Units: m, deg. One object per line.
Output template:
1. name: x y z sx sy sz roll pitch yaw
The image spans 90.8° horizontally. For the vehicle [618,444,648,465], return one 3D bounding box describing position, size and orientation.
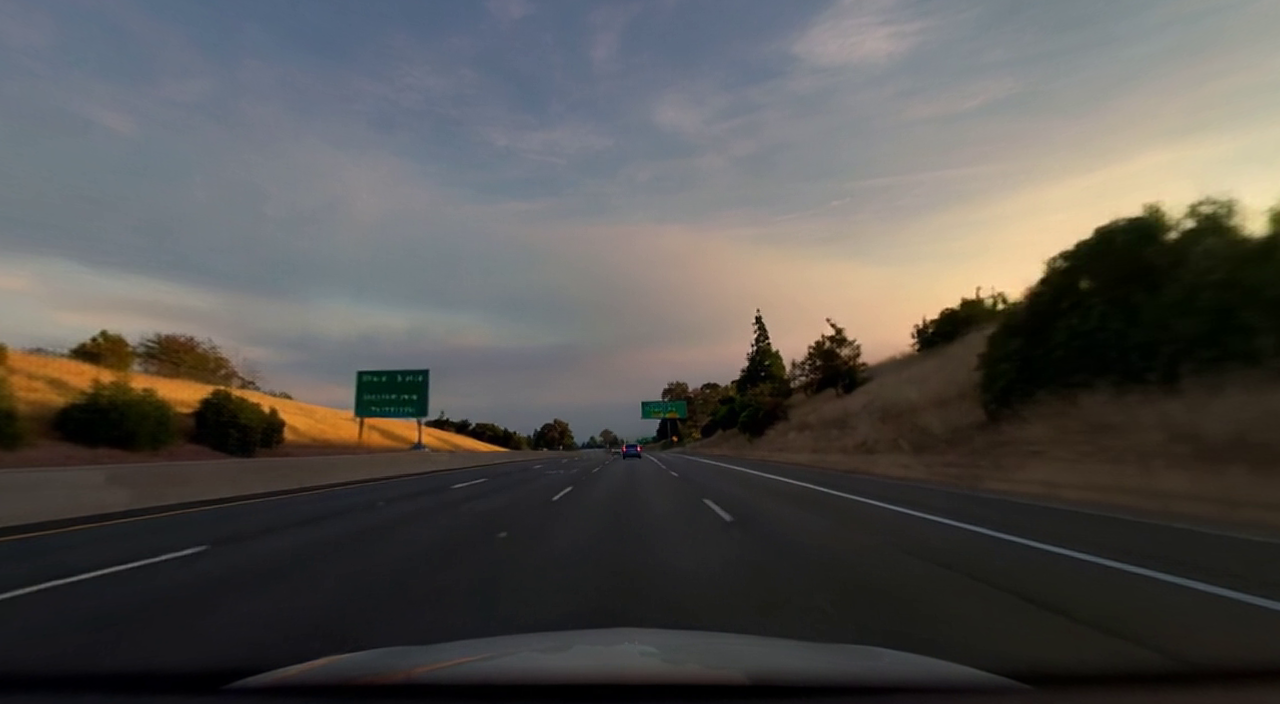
1. vehicle: -0.520 7.422 45.887 2.080 1.468 3.884 0 -8 -1
